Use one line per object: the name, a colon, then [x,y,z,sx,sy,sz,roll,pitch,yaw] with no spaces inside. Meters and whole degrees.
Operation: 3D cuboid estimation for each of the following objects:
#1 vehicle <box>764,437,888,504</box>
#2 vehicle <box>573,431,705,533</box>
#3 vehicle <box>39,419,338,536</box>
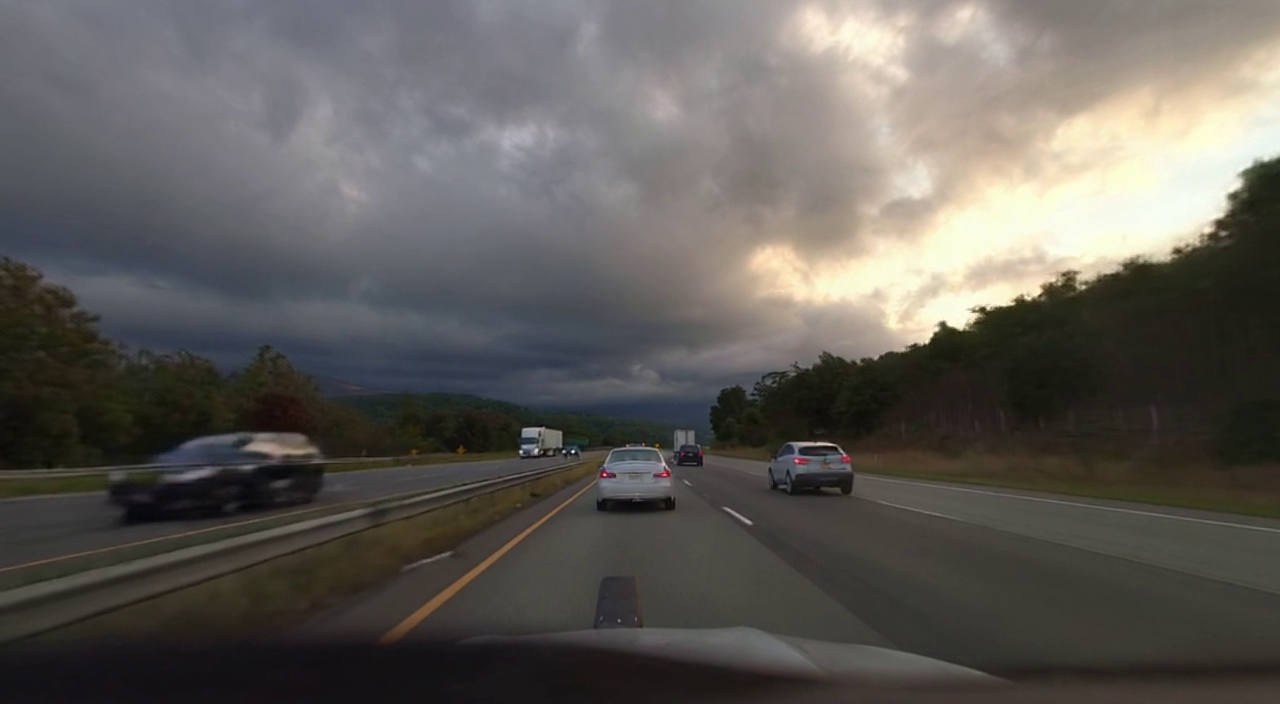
vehicle: [4.648,3.013,16.377,1.931,1.516,3.995,0,-9,-1]
vehicle: [-0.060,2.349,11.848,2.088,1.580,3.657,0,-9,-1]
vehicle: [-8.639,2.446,12.923,2.178,1.875,5.264,0,-9,0]
